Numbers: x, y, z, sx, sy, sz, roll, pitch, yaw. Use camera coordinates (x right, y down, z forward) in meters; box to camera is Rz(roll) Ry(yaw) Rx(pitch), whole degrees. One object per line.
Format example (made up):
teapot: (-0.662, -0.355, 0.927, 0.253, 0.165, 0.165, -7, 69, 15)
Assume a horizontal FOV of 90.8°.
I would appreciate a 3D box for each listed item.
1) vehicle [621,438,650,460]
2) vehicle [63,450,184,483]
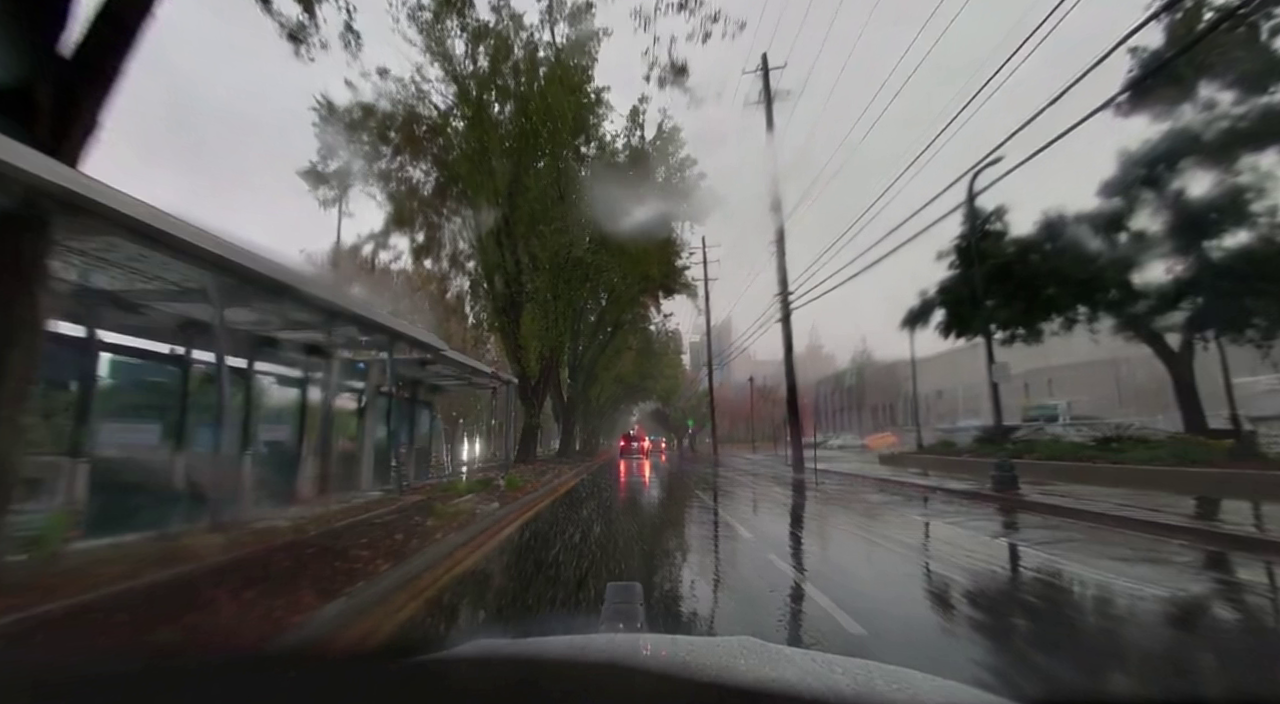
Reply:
vehicle: (-0.396, 7.281, 47.576, 2.109, 1.501, 4.042, 0, -8, -1)
vehicle: (-26.033, 5.741, 32.098, 2.040, 1.469, 4.860, 0, -8, 0)
